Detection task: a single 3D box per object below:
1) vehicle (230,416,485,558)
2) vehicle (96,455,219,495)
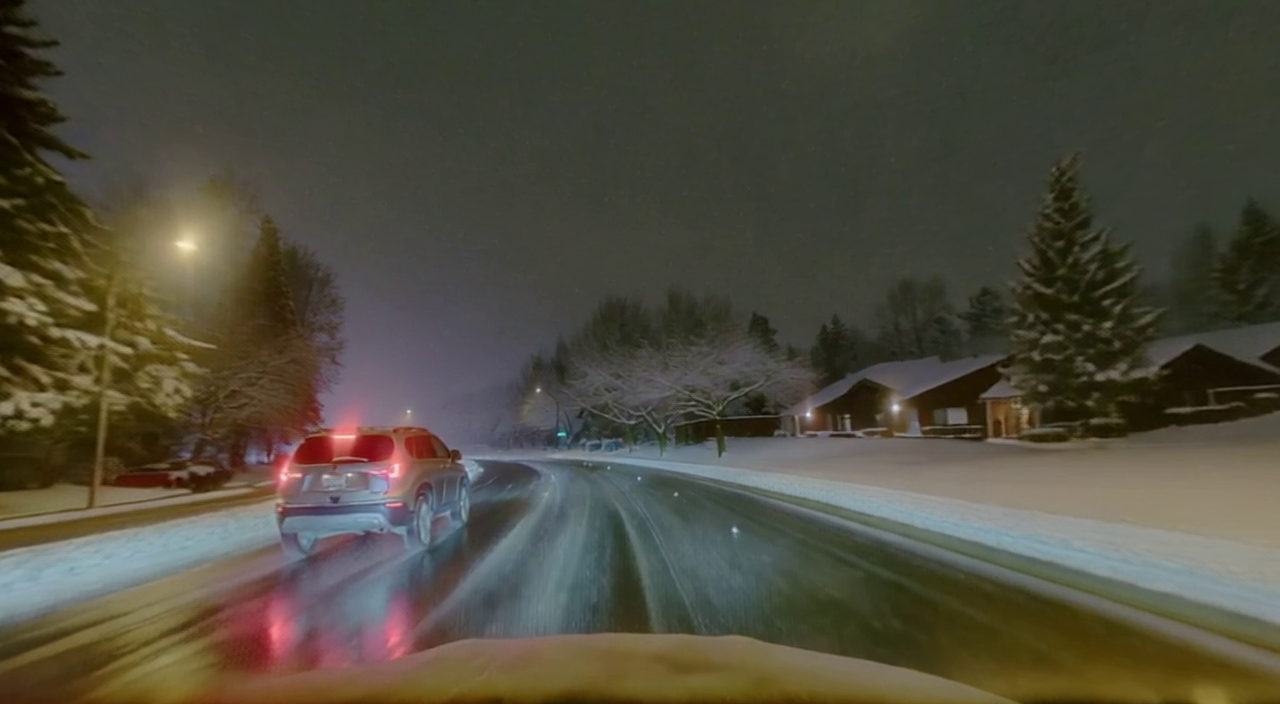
[{"bbox_3d":[-4.099,2.028,10.237,2.175,1.772,4.442,0,-8,-2],"label":"vehicle"},{"bbox_3d":[-25.625,6.506,33.715,4.809,1.471,2.012,-5,-8,-10],"label":"vehicle"}]
